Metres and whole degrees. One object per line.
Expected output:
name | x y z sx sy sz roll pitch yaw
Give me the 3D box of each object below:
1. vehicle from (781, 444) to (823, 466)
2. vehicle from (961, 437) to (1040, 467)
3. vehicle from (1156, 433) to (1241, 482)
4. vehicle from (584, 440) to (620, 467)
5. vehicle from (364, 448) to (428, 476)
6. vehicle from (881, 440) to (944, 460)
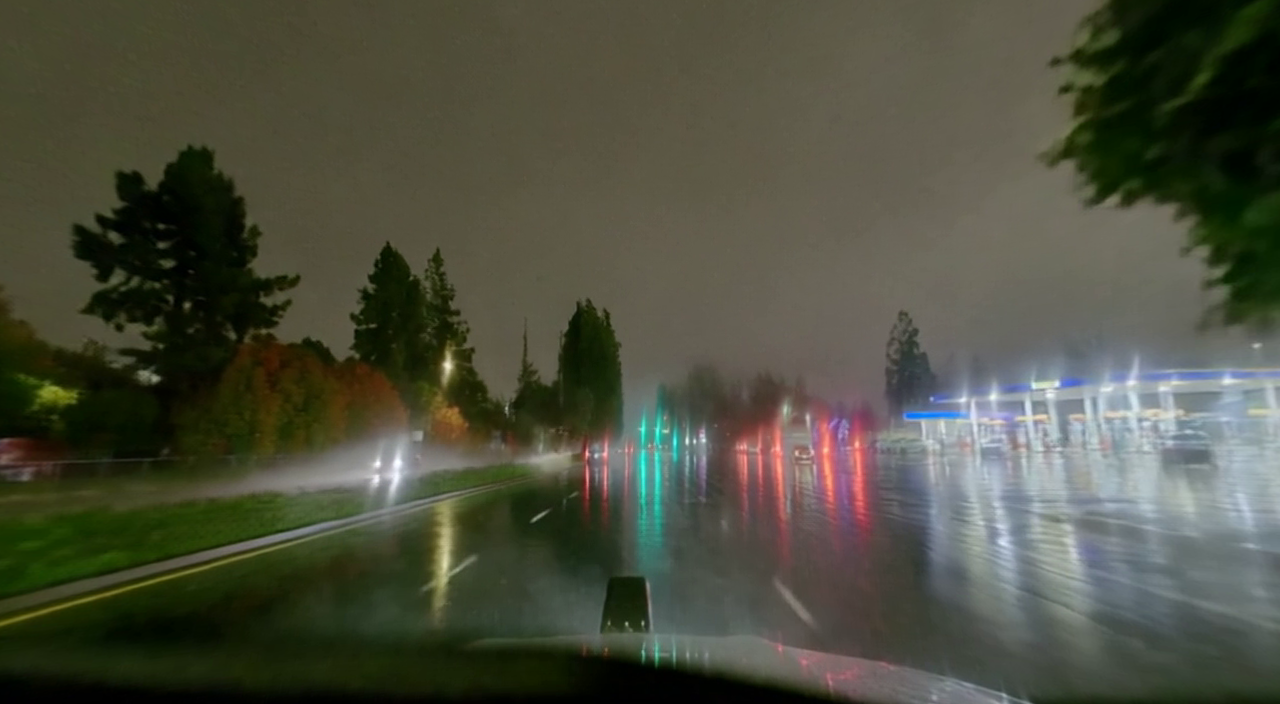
vehicle | 11.885 7.571 46.568 1.967 1.500 4.353 -1 -9 1
vehicle | 21.459 5.913 37.478 4.484 1.697 1.959 5 -10 -30
vehicle | 20.837 3.902 23.456 4.394 1.624 1.803 8 -13 -43
vehicle | -2.687 7.374 45.846 2.196 1.801 4.542 0 -9 1
vehicle | -14.712 6.653 38.298 1.894 1.574 4.655 0 -9 2
vehicle | 21.539 7.733 49.735 4.674 1.471 1.954 4 -10 -28
